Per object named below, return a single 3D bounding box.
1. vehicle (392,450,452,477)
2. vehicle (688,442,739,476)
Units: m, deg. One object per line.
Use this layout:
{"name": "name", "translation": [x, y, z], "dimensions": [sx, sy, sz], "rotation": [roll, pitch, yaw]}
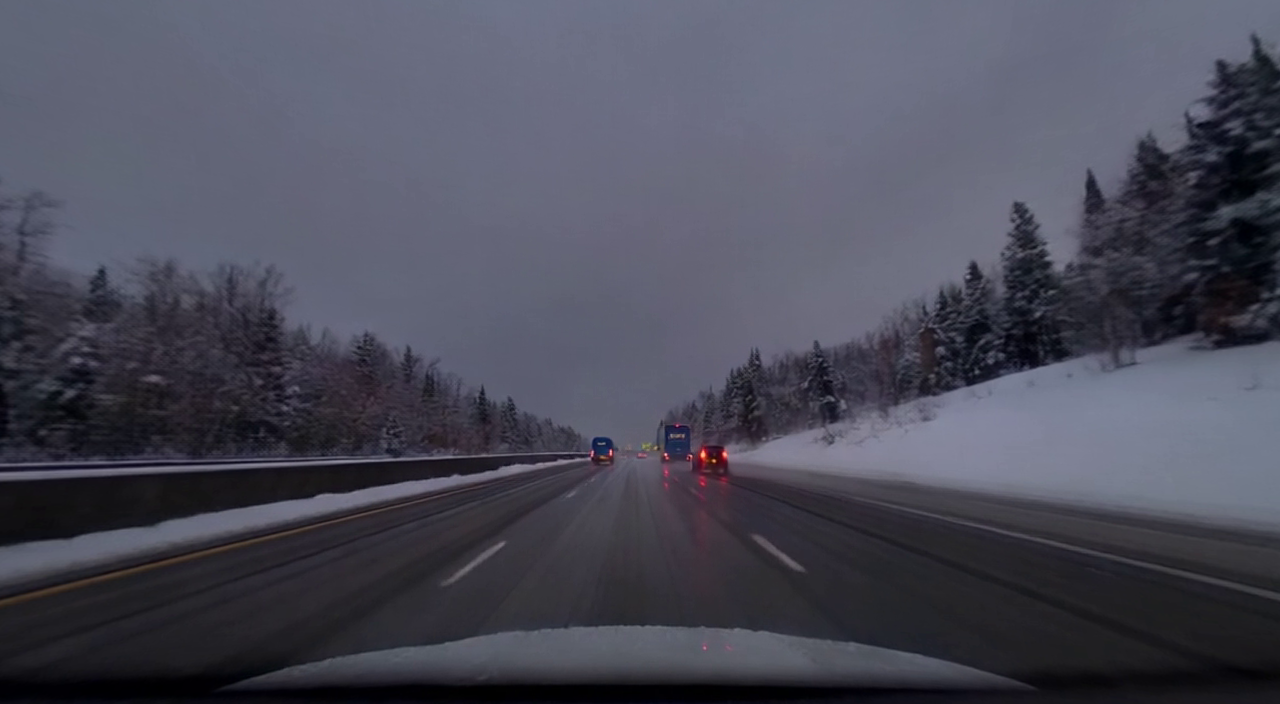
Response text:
{"name": "vehicle", "translation": [-12.627, 6.480, 36.917], "dimensions": [1.855, 1.481, 4.580], "rotation": [0, -9, 0]}
{"name": "vehicle", "translation": [3.793, 5.607, 33.232], "dimensions": [2.066, 1.638, 4.158], "rotation": [0, -9, -2]}
